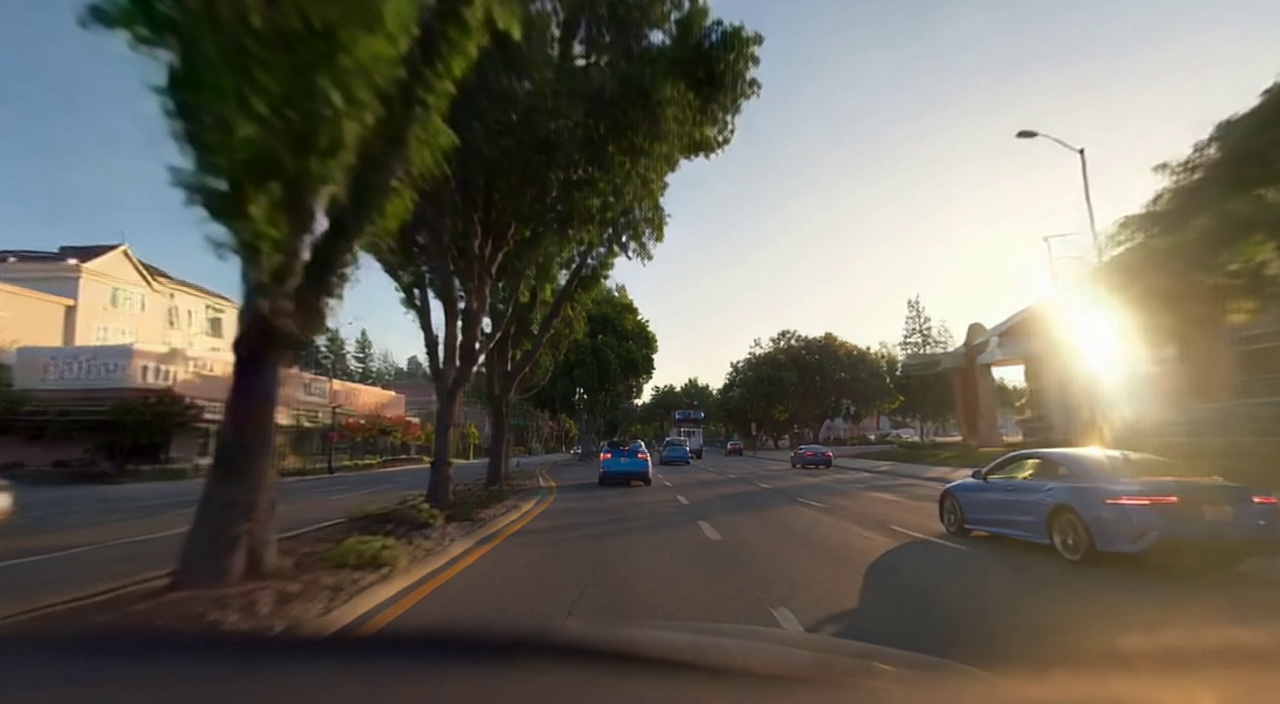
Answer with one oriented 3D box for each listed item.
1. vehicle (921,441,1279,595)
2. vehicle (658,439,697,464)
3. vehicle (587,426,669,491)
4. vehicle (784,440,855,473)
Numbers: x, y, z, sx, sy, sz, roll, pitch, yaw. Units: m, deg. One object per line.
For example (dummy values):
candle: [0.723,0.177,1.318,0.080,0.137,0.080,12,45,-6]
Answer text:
vehicle: [5.602,1.774,7.669,2.258,1.294,4.312,0,-9,-2]
vehicle: [2.299,6.351,40.221,2.078,1.471,4.142,0,-9,-2]
vehicle: [-0.394,3.249,19.438,2.266,1.762,4.131,0,-9,-2]
vehicle: [8.713,5.113,31.096,2.045,1.484,4.342,0,-9,-2]
